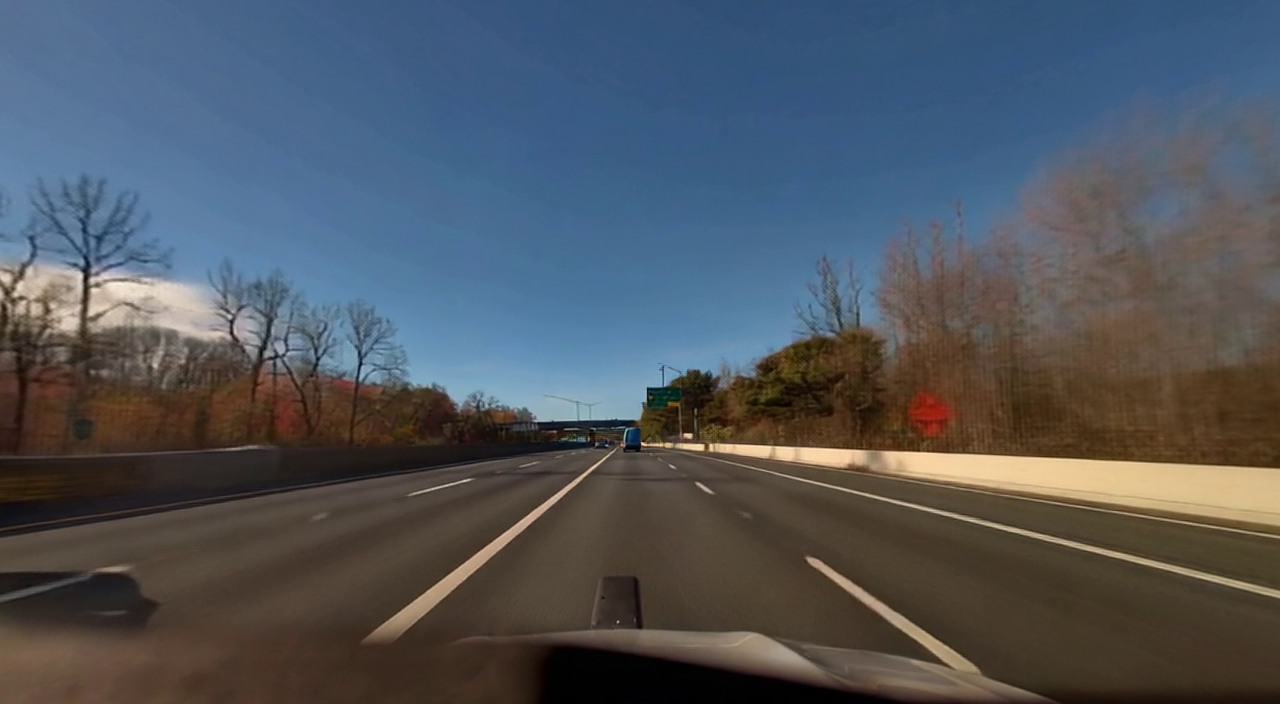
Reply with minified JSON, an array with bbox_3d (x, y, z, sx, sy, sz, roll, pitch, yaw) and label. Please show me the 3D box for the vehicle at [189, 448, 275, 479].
[{"bbox_3d":[-22.922,6.245,35.578,1.980,1.546,4.367,0,-8,-1],"label":"vehicle"}]
